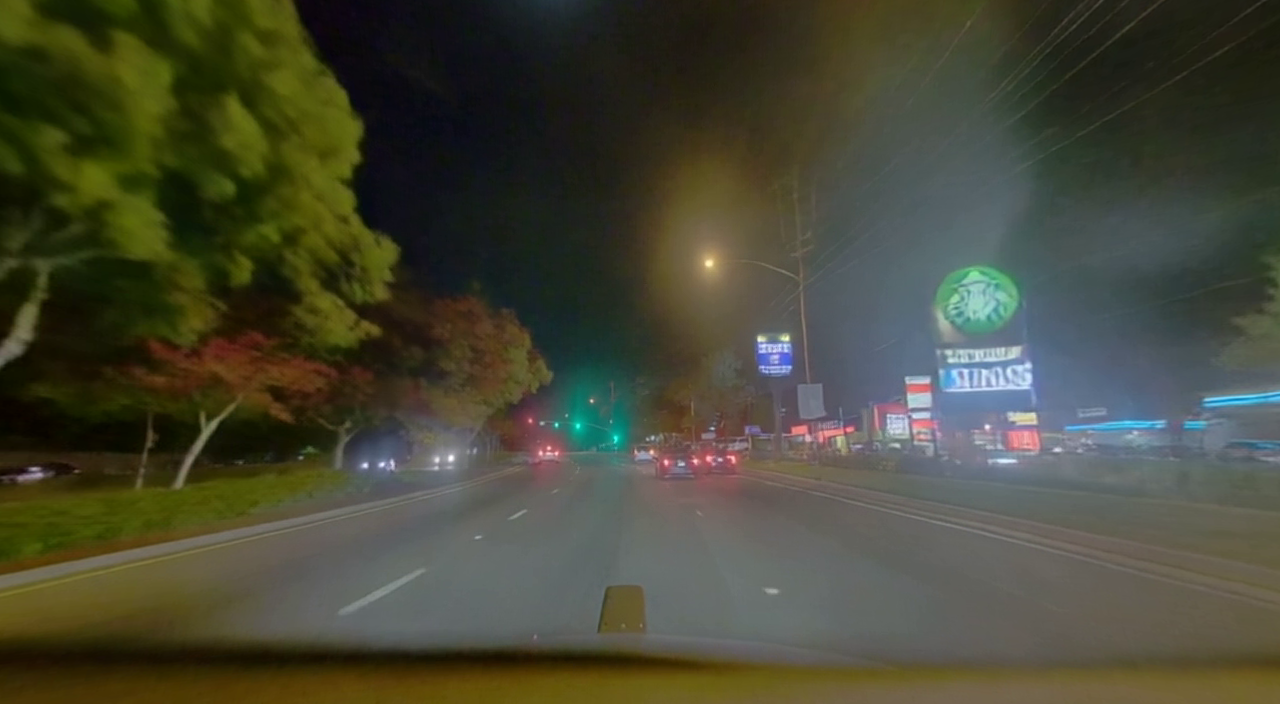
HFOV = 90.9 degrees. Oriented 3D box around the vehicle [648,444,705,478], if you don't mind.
[{"bbox_3d":[1.617,5.120,29.888,2.130,1.476,4.453,0,-9,-4],"label":"vehicle"}]
